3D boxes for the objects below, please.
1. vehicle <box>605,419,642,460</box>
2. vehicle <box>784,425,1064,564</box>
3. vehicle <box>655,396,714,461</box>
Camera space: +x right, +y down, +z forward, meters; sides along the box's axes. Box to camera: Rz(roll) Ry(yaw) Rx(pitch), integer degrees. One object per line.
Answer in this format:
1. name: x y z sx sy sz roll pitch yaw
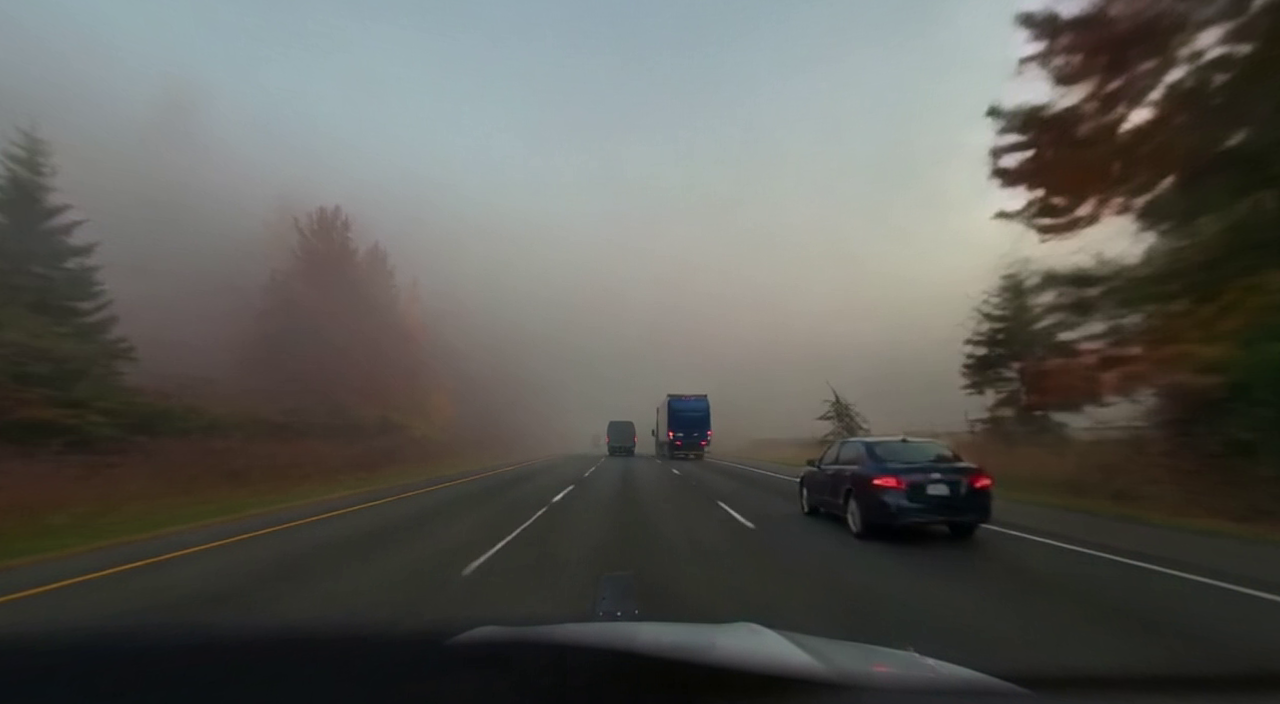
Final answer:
1. vehicle: -1.089 6.029 43.378 2.389 2.637 5.437 0 -8 -1
2. vehicle: 3.629 1.867 9.145 1.962 1.508 4.363 0 -8 -1
3. vehicle: 2.981 5.760 46.606 3.128 4.087 13.351 0 -8 -1
